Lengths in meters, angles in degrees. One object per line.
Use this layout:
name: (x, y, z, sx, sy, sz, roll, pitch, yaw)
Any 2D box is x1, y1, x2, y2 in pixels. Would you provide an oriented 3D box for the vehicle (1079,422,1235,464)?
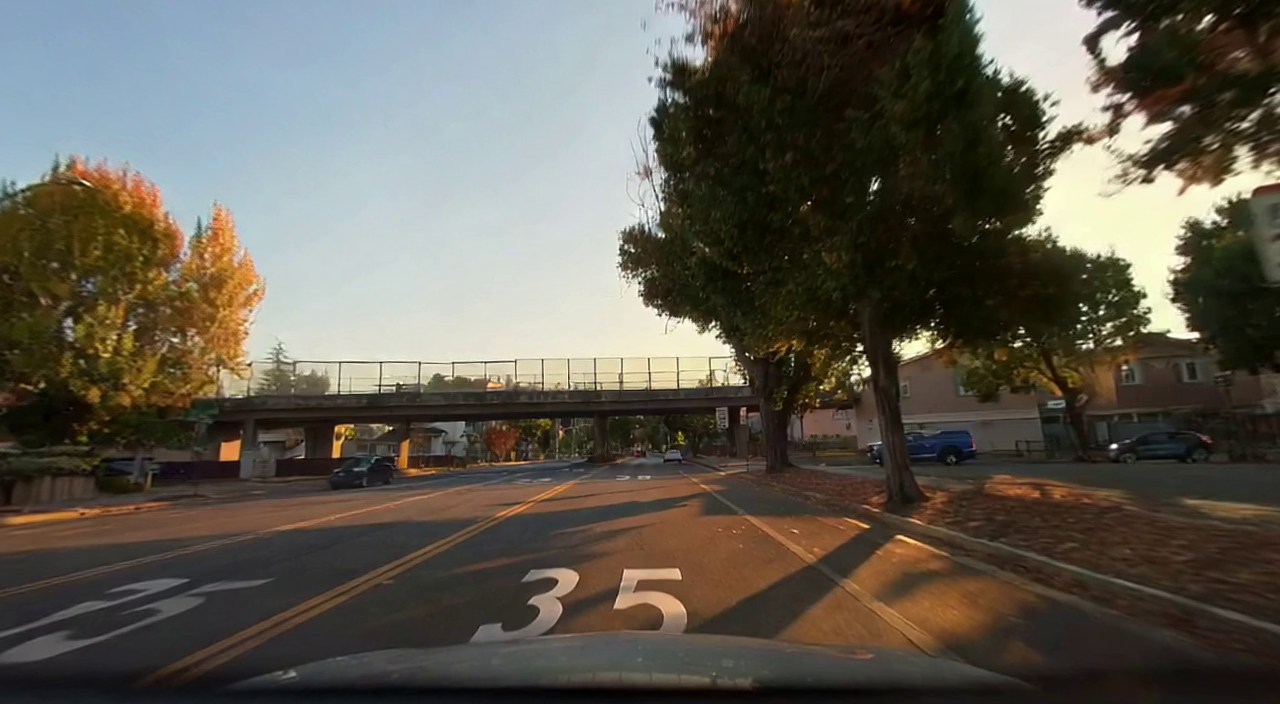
vehicle: (22.964, 4.126, 28.301, 1.866, 1.483, 4.910, 1, -10, -30)

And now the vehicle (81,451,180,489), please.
vehicle: (-32.205, 7.428, 40.135, 1.990, 2.165, 4.424, -2, -9, 13)

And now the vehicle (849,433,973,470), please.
vehicle: (11.501, 4.262, 27.191, 1.809, 1.432, 4.629, 5, -10, -31)

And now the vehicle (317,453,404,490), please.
vehicle: (-13.121, 5.599, 30.042, 1.972, 1.551, 4.755, -1, -9, 0)
